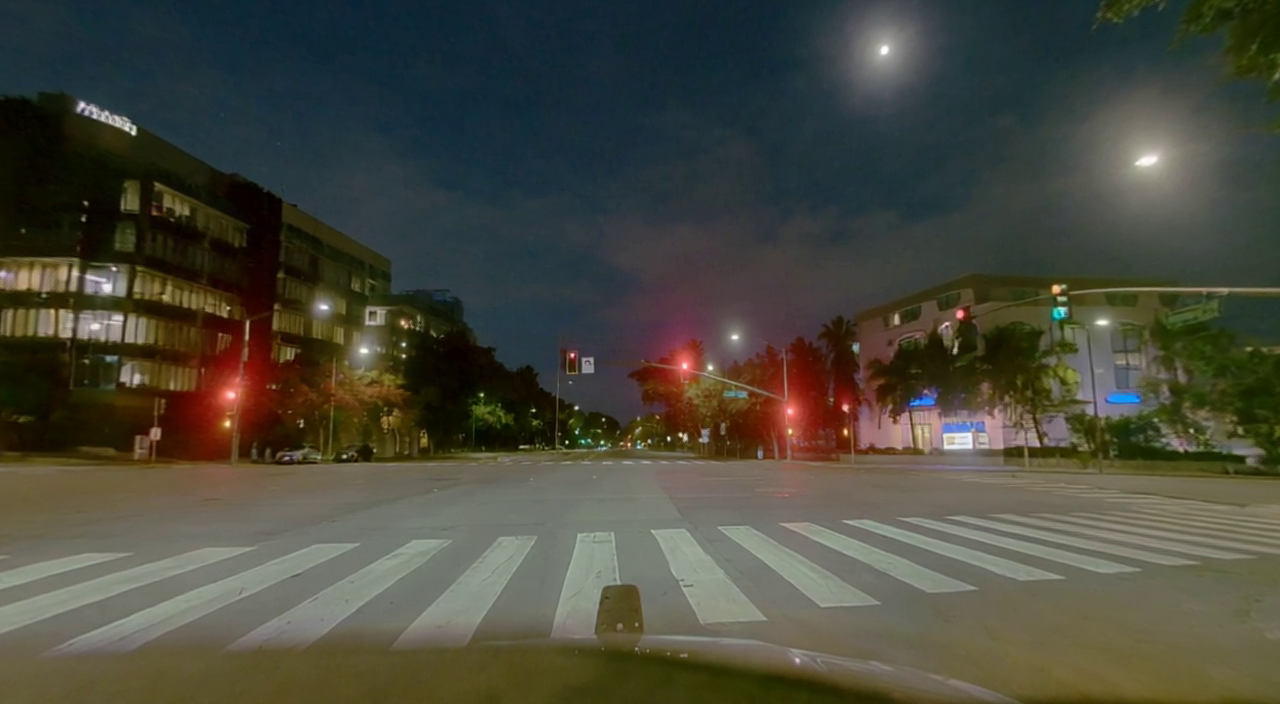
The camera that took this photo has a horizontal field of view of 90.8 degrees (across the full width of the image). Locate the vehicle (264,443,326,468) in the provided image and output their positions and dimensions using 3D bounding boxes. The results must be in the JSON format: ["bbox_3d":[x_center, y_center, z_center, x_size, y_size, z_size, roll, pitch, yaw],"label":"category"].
[{"bbox_3d":[-21.834,6.557,40.149,2.005,1.496,4.020,1,-9,-6],"label":"vehicle"}]

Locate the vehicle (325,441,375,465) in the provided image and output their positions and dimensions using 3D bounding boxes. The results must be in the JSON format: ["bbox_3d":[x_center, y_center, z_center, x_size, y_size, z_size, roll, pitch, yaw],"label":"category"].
[{"bbox_3d":[-22.444,7.801,49.044,2.023,1.706,4.756,1,-9,-6],"label":"vehicle"}]
